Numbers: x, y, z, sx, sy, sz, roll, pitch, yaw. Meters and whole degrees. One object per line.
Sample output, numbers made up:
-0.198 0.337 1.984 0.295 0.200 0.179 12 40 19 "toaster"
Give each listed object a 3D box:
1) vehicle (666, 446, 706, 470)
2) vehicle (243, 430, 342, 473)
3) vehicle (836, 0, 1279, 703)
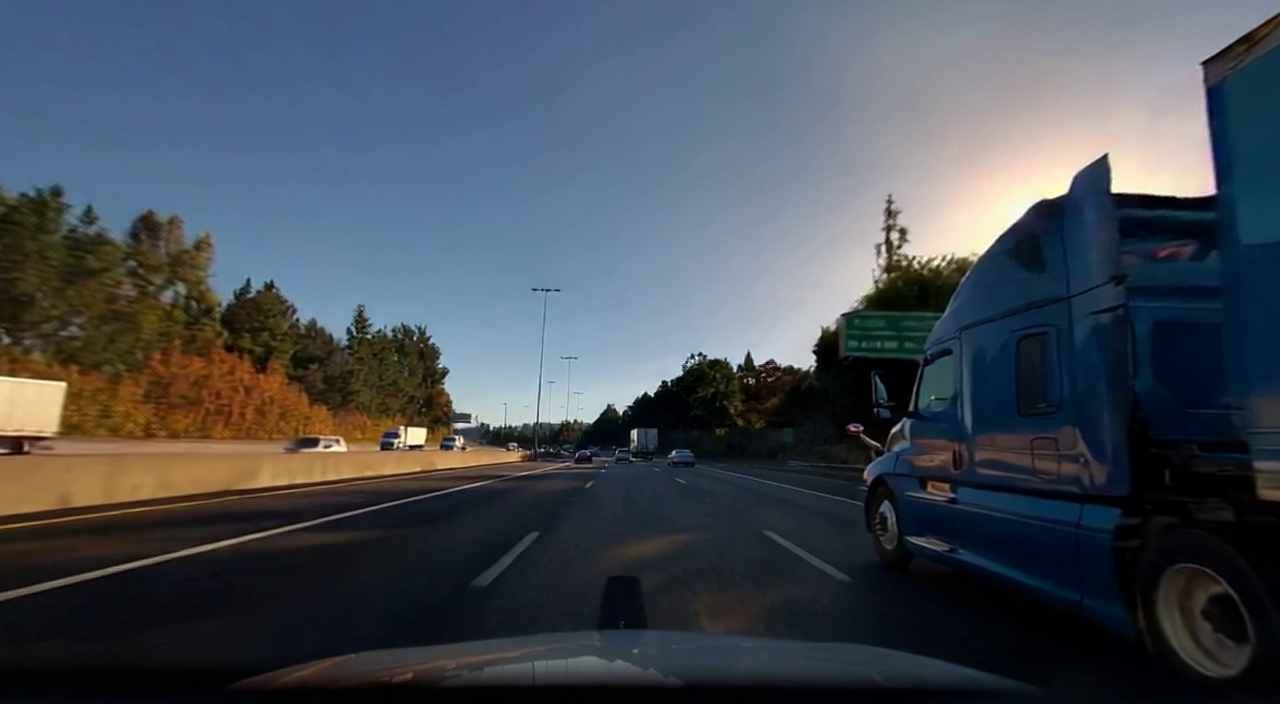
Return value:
3.275 7.684 45.843 2.246 1.583 4.813 0 -9 -3 "vehicle"
-15.929 4.604 29.228 1.936 1.788 4.763 0 -9 -2 "vehicle"
4.069 0.165 4.995 2.981 3.964 6.019 0 -9 0 "vehicle"
